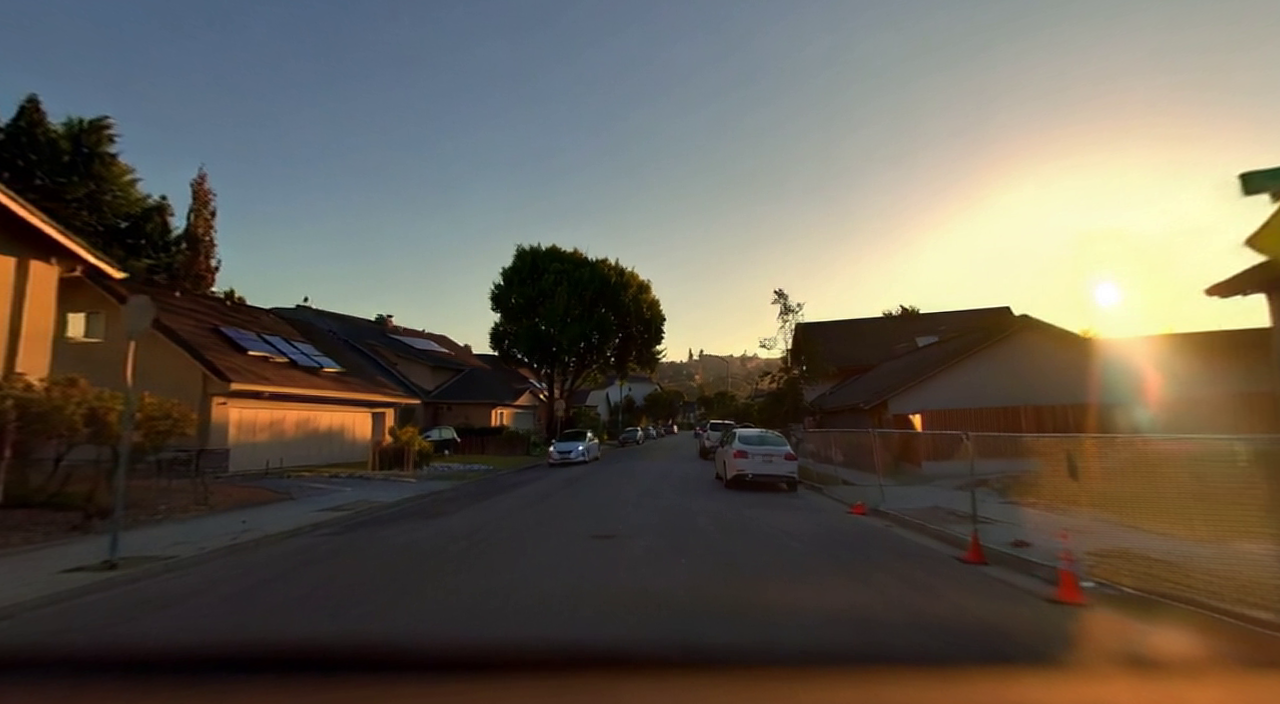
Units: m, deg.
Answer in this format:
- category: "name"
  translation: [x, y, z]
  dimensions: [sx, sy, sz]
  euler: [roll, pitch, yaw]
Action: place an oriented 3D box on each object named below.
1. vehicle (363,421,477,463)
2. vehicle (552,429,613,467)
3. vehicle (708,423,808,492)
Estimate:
- category: "vehicle"
  translation: [-9.720, 3.994, 28.070]
  dimensions: [4.205, 1.745, 2.121]
  euler: [-1, -8, 5]
- category: "vehicle"
  translation: [-2.391, 4.117, 27.364]
  dimensions: [1.972, 1.499, 4.191]
  euler: [-1, -8, 4]
- category: "vehicle"
  translation: [2.823, 2.604, 15.966]
  dimensions: [1.998, 1.494, 3.927]
  euler: [-1, -8, 3]
